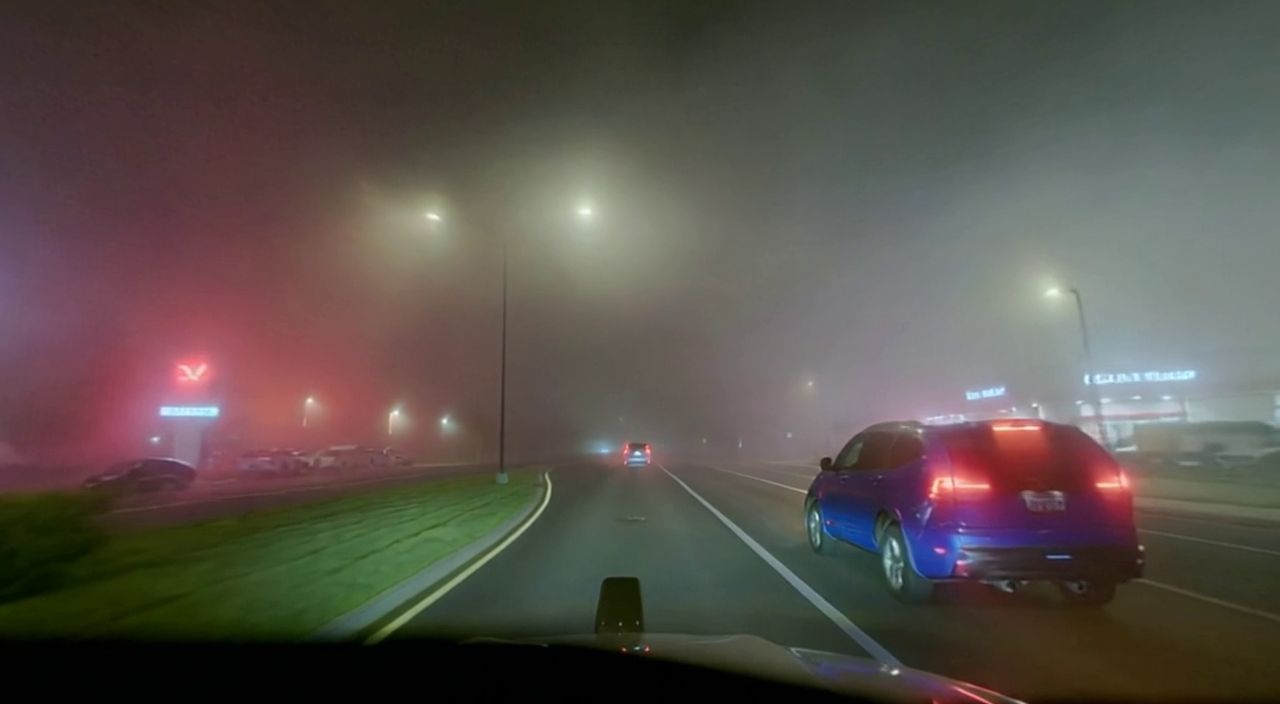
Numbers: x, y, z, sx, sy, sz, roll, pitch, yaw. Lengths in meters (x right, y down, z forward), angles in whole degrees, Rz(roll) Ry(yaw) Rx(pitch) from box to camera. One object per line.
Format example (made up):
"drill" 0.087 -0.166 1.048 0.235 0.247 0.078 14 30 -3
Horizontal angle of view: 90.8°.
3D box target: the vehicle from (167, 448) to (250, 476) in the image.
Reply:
"vehicle" -28.778 7.304 42.377 1.942 1.695 5.231 1 -9 -2

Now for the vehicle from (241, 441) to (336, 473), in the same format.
"vehicle" -25.963 7.765 46.826 5.776 1.932 2.226 -4 -9 1

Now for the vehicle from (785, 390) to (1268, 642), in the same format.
"vehicle" 3.152 1.432 6.566 2.110 1.698 4.397 0 -8 -2

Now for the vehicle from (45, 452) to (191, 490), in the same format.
"vehicle" -22.544 5.135 27.429 4.625 1.516 2.007 -1 -8 3

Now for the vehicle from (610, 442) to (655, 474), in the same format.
"vehicle" -0.378 5.312 31.866 2.126 1.475 3.967 0 -8 -1
